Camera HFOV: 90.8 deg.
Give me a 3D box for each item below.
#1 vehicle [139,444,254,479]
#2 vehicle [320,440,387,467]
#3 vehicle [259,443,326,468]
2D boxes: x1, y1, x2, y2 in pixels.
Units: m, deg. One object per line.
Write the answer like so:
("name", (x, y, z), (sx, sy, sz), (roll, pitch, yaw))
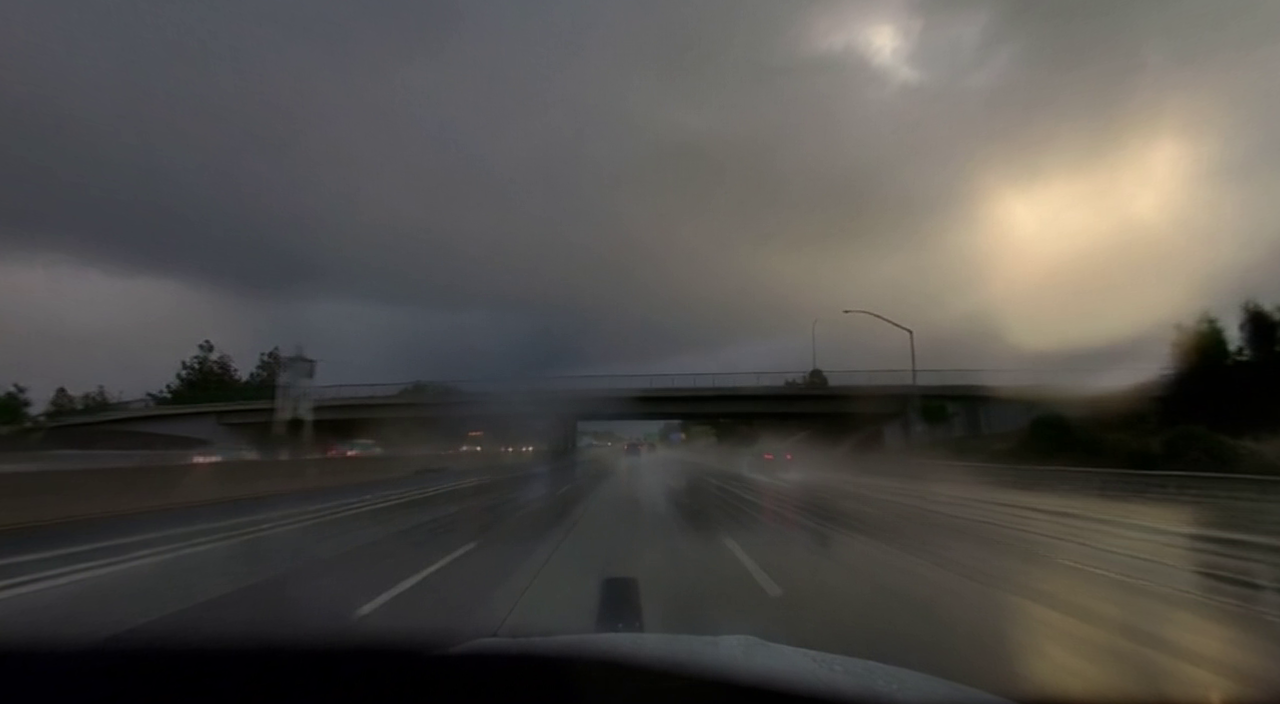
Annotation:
("vehicle", (-20.763, 5.132, 29.875), (2.003, 1.495, 4.720), (0, -9, 0))
("vehicle", (-17.516, 6.240, 38.904), (1.919, 1.579, 4.704), (0, -9, 0))
("vehicle", (-24.213, 7.217, 44.238), (1.968, 1.630, 4.757), (0, -9, -1))
